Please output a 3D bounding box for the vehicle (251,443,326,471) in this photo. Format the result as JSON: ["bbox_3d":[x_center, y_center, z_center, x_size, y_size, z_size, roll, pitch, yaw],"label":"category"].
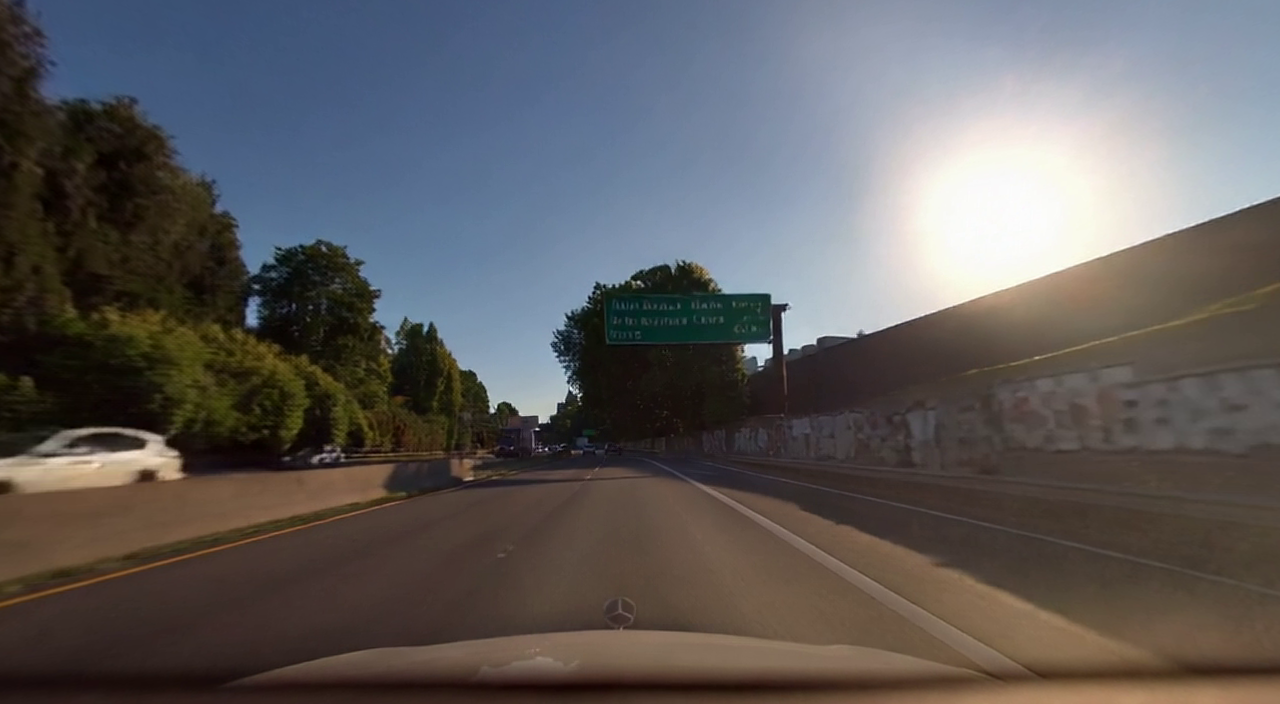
[{"bbox_3d":[-20.751,6.191,37.400,1.868,1.481,4.609,0,-8,-1],"label":"vehicle"}]

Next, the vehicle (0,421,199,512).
[{"bbox_3d":[-12.401,2.451,13.908,2.142,1.679,4.358,0,-8,-1],"label":"vehicle"}]
